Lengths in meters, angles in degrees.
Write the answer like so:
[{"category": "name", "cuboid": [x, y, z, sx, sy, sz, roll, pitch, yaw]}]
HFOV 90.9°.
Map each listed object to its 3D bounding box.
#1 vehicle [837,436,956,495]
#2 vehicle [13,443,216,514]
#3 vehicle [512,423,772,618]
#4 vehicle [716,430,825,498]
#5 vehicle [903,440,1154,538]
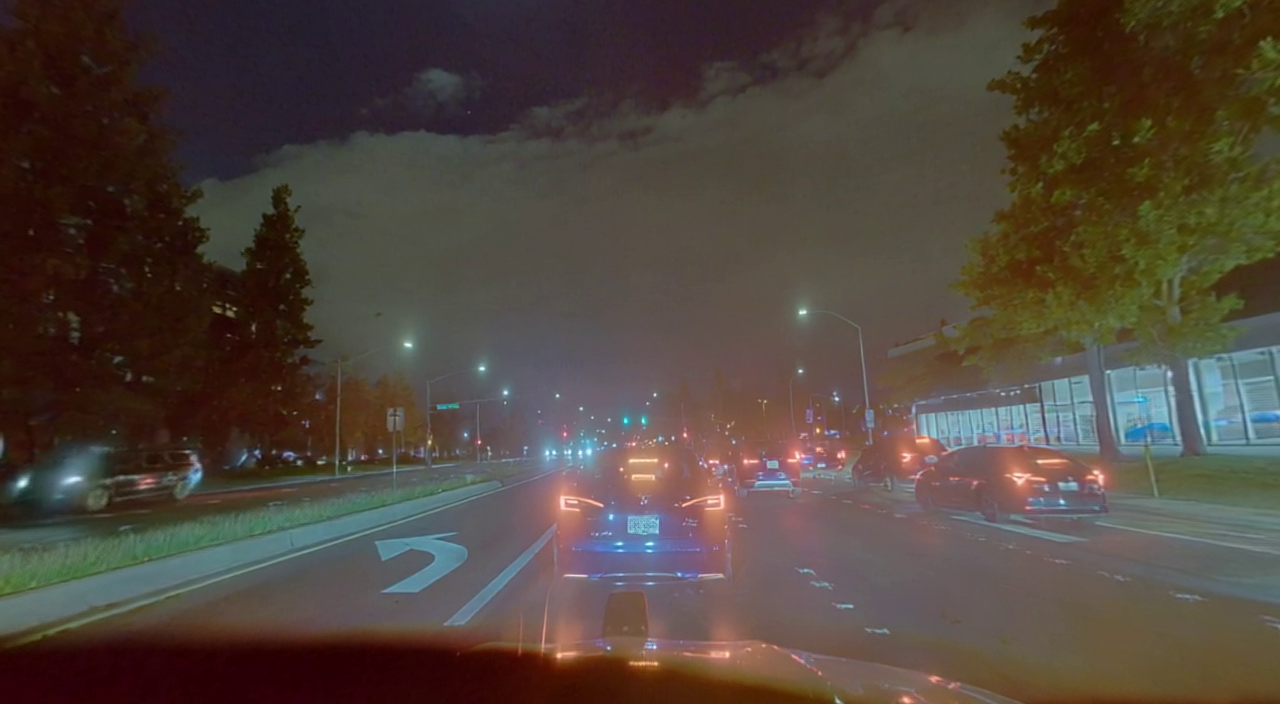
[{"category": "vehicle", "cuboid": [7.944, 3.524, 20.045, 1.963, 1.637, 4.527, 0, -8, 1]}, {"category": "vehicle", "cuboid": [-14.741, 3.510, 18.128, 2.163, 1.743, 4.428, 0, -8, -4]}, {"category": "vehicle", "cuboid": [-0.014, 1.611, 7.058, 1.977, 1.465, 4.376, 0, -8, -1]}, {"category": "vehicle", "cuboid": [3.631, 3.203, 18.470, 2.114, 1.736, 4.553, 0, -8, -1]}, {"category": "vehicle", "cuboid": [6.845, 2.408, 11.842, 1.911, 1.468, 4.417, 0, -8, 0]}]
